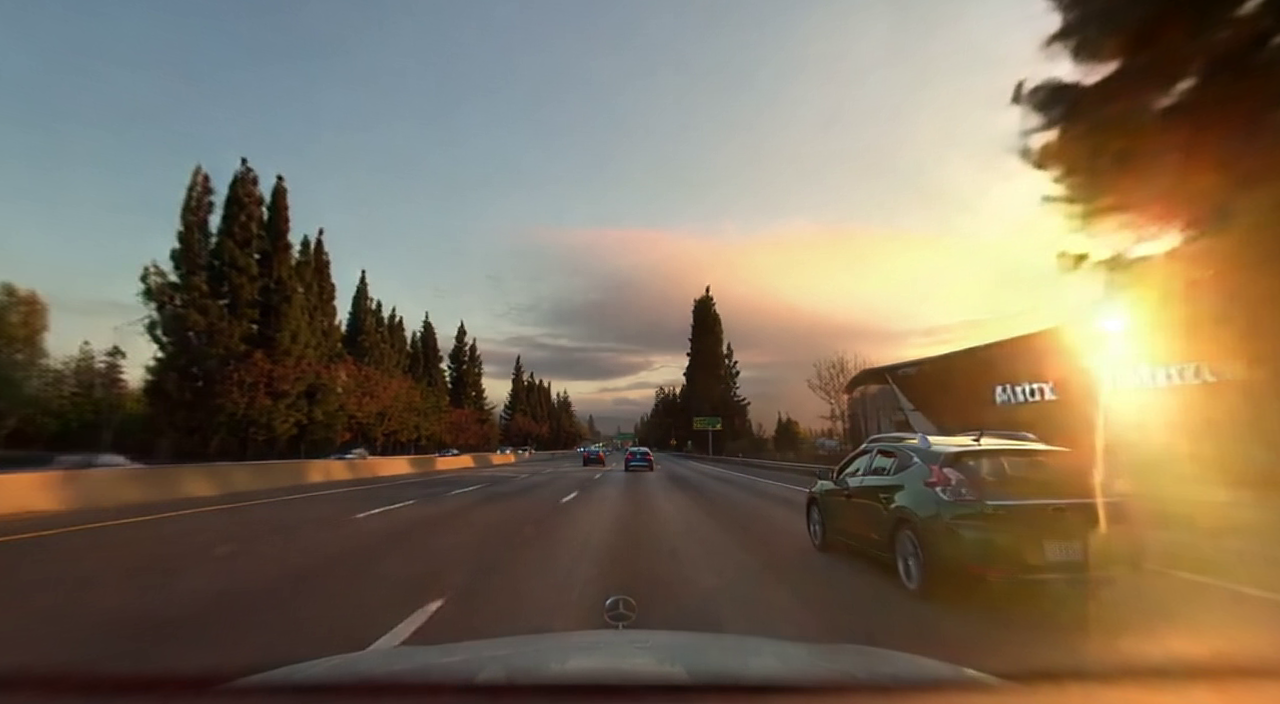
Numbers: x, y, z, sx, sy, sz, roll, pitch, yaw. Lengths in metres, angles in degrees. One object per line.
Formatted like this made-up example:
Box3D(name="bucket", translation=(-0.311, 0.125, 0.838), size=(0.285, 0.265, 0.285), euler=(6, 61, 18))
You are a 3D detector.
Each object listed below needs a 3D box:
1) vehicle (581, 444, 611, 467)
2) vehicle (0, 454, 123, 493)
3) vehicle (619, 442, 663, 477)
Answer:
Box3D(name="vehicle", translation=(-3.435, 8.164, 49.790), size=(2.049, 1.659, 4.183), euler=(0, -9, 0))
Box3D(name="vehicle", translation=(-30.031, 6.226, 32.753), size=(2.054, 1.774, 4.953), euler=(0, -9, 0))
Box3D(name="vehicle", translation=(0.026, 5.896, 34.786), size=(2.302, 1.810, 4.707), euler=(0, -9, -1))
